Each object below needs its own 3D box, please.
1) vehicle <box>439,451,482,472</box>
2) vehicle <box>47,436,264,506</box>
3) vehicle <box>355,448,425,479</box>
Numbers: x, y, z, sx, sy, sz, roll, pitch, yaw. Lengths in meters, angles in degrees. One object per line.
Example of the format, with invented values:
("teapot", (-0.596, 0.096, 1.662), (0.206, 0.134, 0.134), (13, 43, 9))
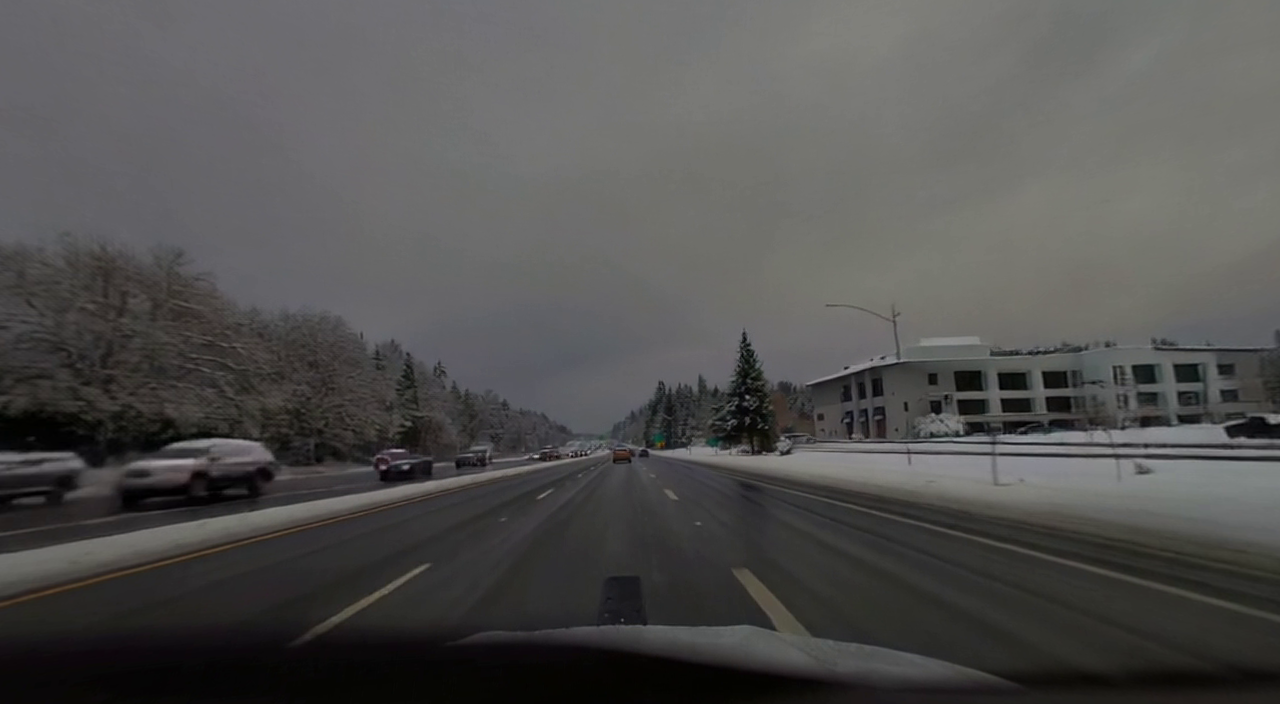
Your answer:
("vehicle", (-13.362, 8.151, 47.120), (1.868, 1.426, 4.366), (0, -9, 0))
("vehicle", (-12.255, 3.042, 16.492), (1.947, 1.533, 4.756), (0, -9, -1))
("vehicle", (-12.545, 5.604, 31.929), (1.864, 1.428, 4.139), (0, -9, -1))
